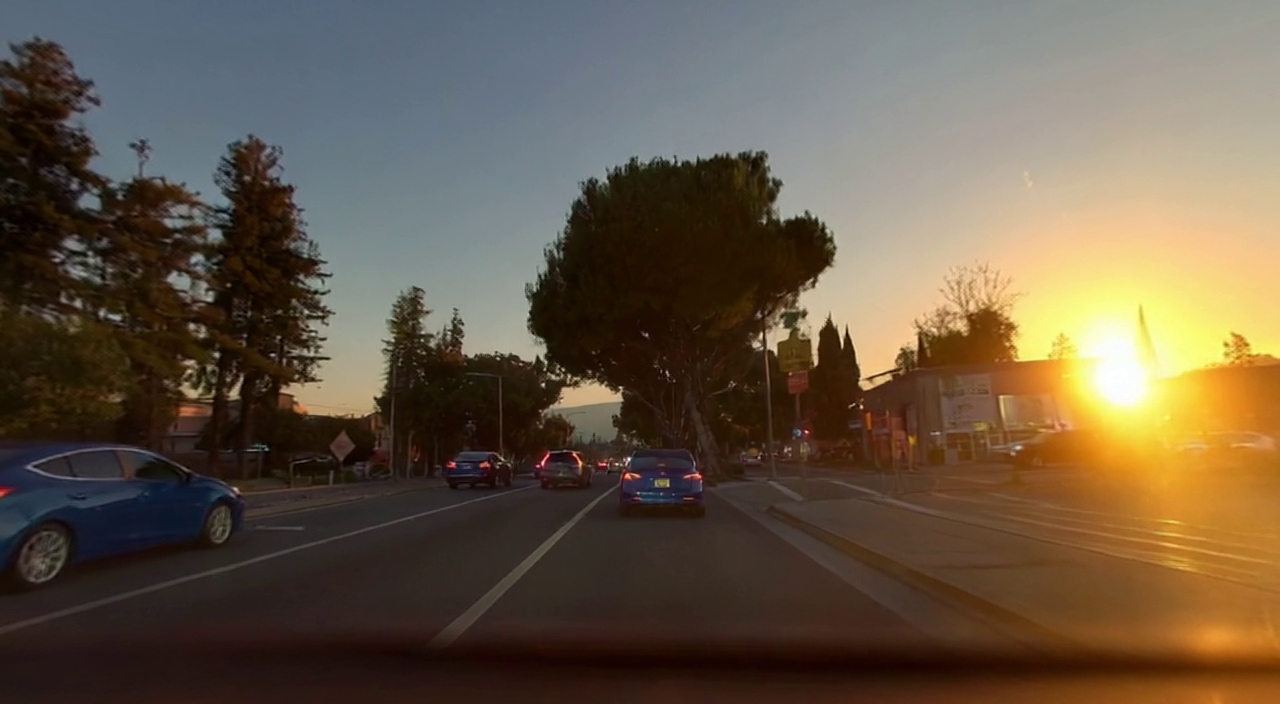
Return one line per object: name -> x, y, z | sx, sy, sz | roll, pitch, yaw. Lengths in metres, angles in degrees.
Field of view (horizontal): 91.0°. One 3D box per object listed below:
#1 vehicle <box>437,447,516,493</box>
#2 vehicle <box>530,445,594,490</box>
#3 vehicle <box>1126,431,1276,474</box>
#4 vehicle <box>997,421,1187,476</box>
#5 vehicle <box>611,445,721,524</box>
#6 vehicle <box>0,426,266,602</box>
vehicle -> -6.860, 4.964, 26.976 | 2.032, 1.767, 4.549 | 0, -9, 1
vehicle -> -3.241, 4.925, 27.281 | 2.055, 1.725, 4.732 | 0, -9, 1
vehicle -> 22.257, 4.010, 25.136 | 4.220, 1.550, 1.935 | -8, -12, 43
vehicle -> 18.003, 3.870, 25.337 | 5.852, 1.962, 2.323 | -8, -11, 41
vehicle -> 0.518, 2.831, 14.053 | 2.091, 1.494, 3.962 | 0, -8, 1
vehicle -> -7.050, 1.842, 7.957 | 1.968, 1.657, 4.230 | 0, -9, 1
